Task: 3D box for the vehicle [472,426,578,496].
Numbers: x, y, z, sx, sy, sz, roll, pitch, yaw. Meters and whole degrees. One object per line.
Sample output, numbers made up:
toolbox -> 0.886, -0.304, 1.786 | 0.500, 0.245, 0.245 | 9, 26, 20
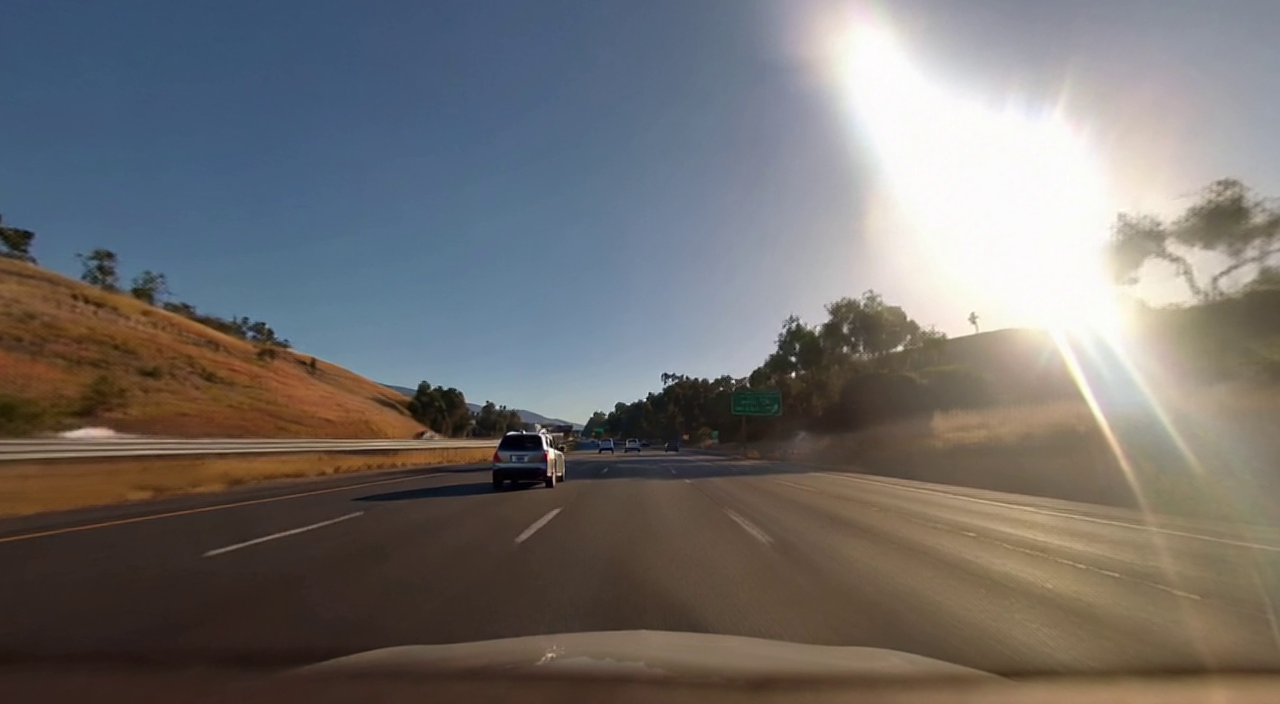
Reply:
vehicle -> -3.294, 3.270, 19.190 | 2.218, 1.848, 4.789 | 0, -9, 1
